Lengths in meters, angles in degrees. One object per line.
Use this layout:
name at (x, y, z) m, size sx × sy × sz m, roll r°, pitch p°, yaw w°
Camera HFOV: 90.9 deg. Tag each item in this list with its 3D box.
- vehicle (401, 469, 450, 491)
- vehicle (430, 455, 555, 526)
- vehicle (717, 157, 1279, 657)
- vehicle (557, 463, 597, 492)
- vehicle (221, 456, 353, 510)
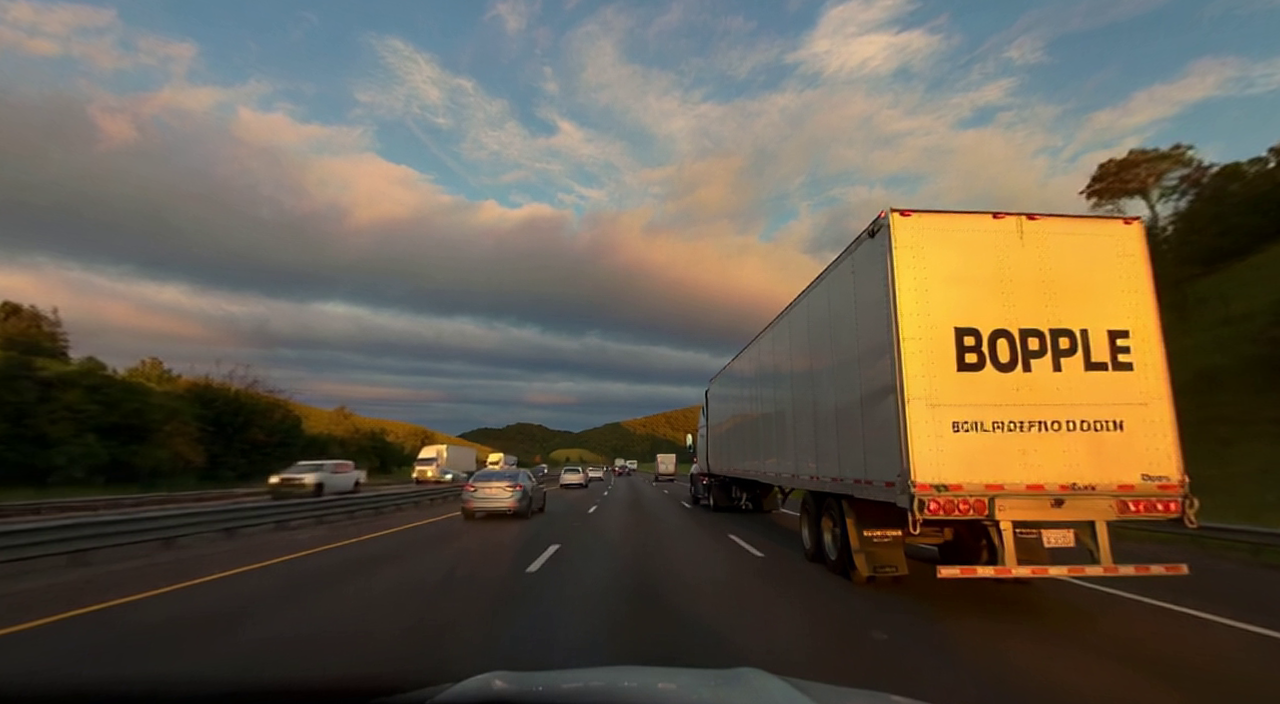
vehicle at (-15.576, 9.282, 45.967) m, size 1.995 × 1.485 × 4.370 m, roll 1°, pitch -11°, yaw 0°
vehicle at (-3.672, 3.608, 16.756) m, size 2.088 × 1.566 × 4.853 m, roll 1°, pitch -11°, yaw 1°
vehicle at (3.841, 1.604, 12.052) m, size 2.839 × 4.062 × 14.051 m, roll 1°, pitch -11°, yaw -1°
vehicle at (-3.878, 7.835, 39.373) m, size 2.063 × 1.671 × 4.197 m, roll 1°, pitch -11°, yaw 0°
vehicle at (-11.431, 4.278, 20.808) m, size 1.896 × 1.559 × 4.095 m, roll 1°, pitch -11°, yaw 1°
